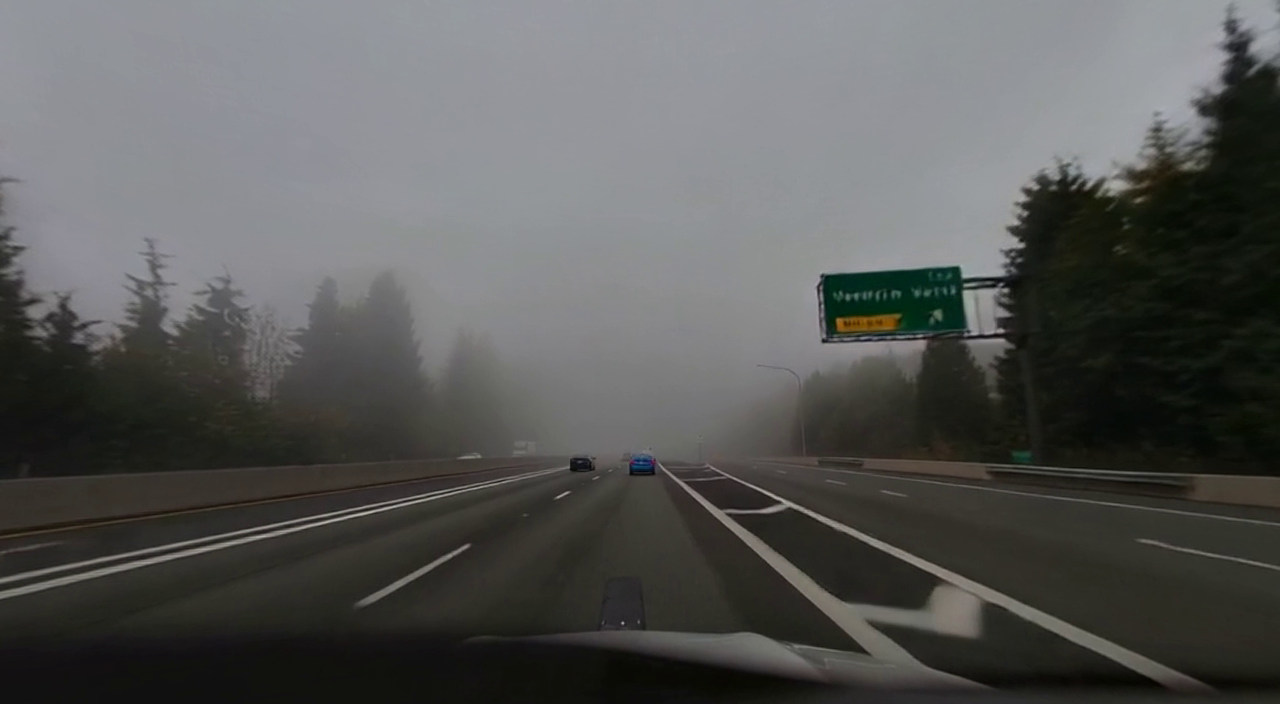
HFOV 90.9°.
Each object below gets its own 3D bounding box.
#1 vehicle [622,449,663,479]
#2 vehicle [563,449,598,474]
[{"bbox_3d":[0.092,5.735,32.424,2.002,1.449,3.612,0,-9,-1],"label":"vehicle"},{"bbox_3d":[-3.868,7.189,41.580,1.877,1.504,3.799,0,-9,1],"label":"vehicle"}]
